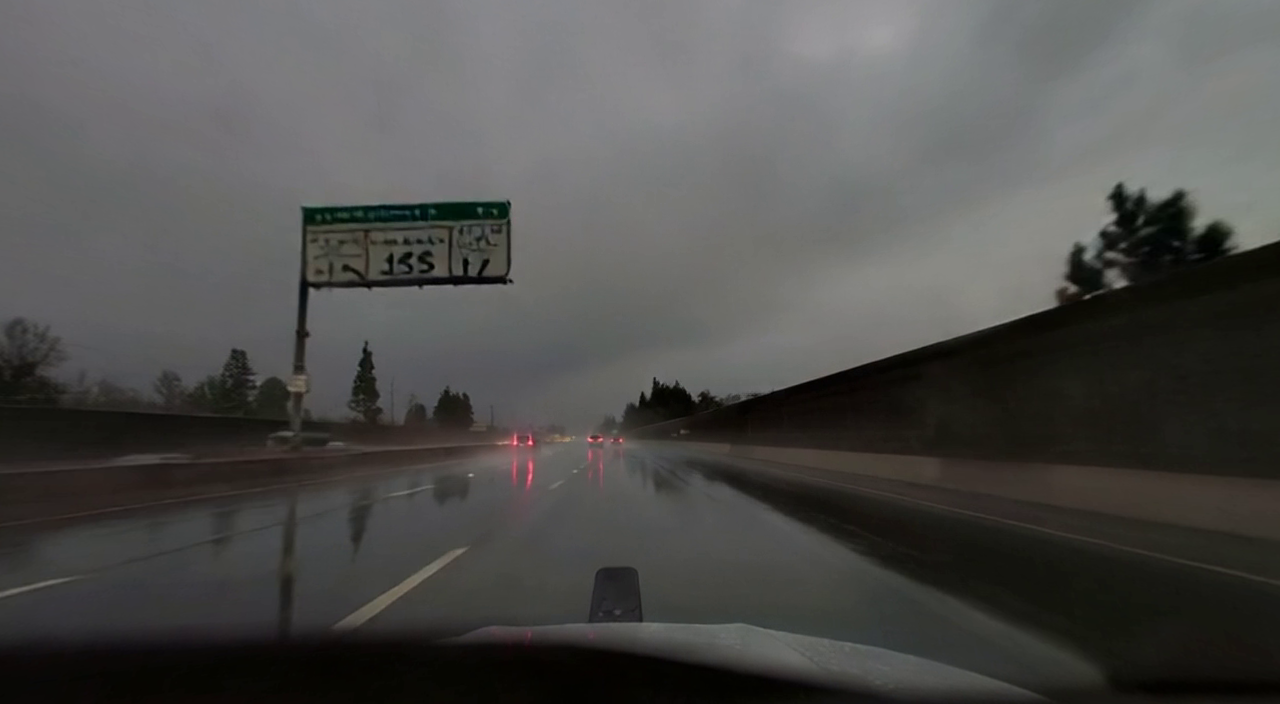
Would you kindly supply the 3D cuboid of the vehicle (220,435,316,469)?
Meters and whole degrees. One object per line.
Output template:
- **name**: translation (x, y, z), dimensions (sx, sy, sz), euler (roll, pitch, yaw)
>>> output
- **vehicle**: translation (-19.992, 5.359, 34.121), dimensions (2.082, 1.681, 5.193), euler (0, -8, -1)

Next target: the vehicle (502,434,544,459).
- **vehicle**: translation (-7.355, 5.947, 39.738), dimensions (1.988, 1.505, 4.044), euler (0, -8, -2)
